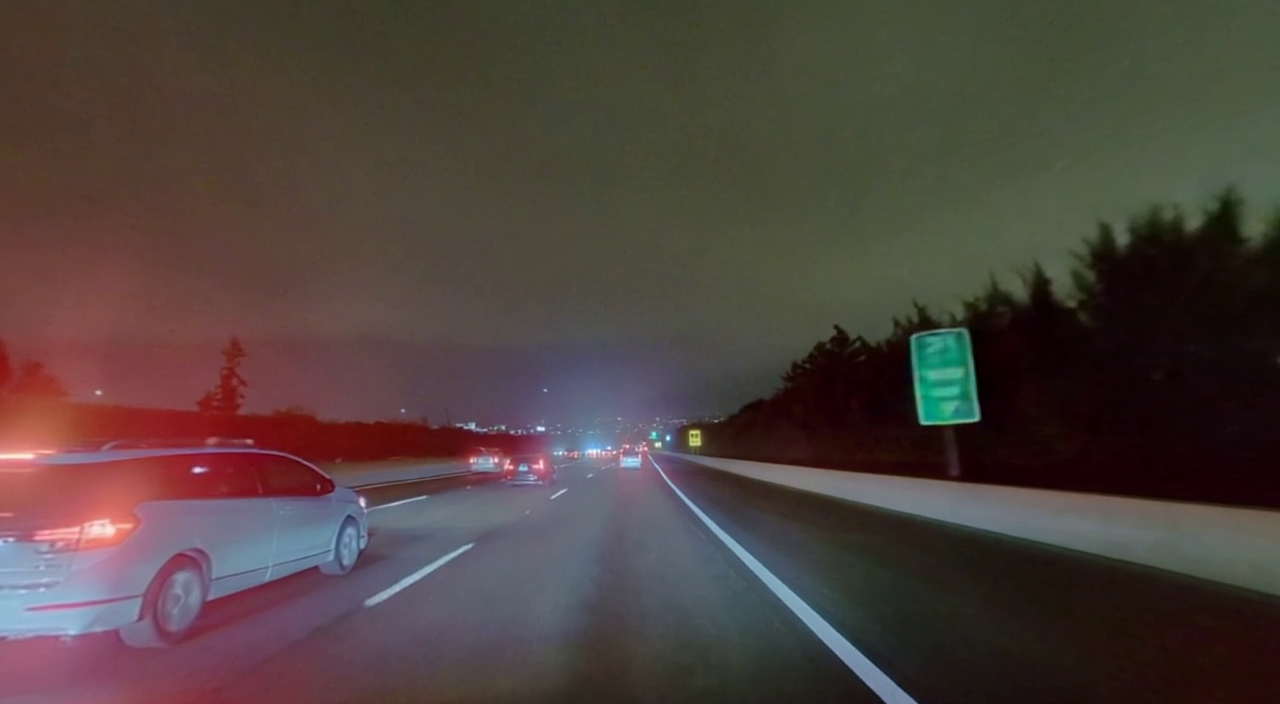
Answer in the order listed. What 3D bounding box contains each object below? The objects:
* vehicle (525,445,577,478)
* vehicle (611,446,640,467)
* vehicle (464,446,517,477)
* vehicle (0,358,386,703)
[{"bbox_3d":[-4.328,5.400,31.080,1.988,1.477,4.118,0,-9,-1],"label":"vehicle"},{"bbox_3d":[-1.001,7.646,45.907,2.023,1.479,3.718,0,-9,0],"label":"vehicle"},{"bbox_3d":[-7.960,5.839,33.675,1.936,1.516,3.904,0,-9,0],"label":"vehicle"},{"bbox_3d":[-4.103,1.269,5.206,2.074,1.779,4.588,0,-9,0],"label":"vehicle"}]
